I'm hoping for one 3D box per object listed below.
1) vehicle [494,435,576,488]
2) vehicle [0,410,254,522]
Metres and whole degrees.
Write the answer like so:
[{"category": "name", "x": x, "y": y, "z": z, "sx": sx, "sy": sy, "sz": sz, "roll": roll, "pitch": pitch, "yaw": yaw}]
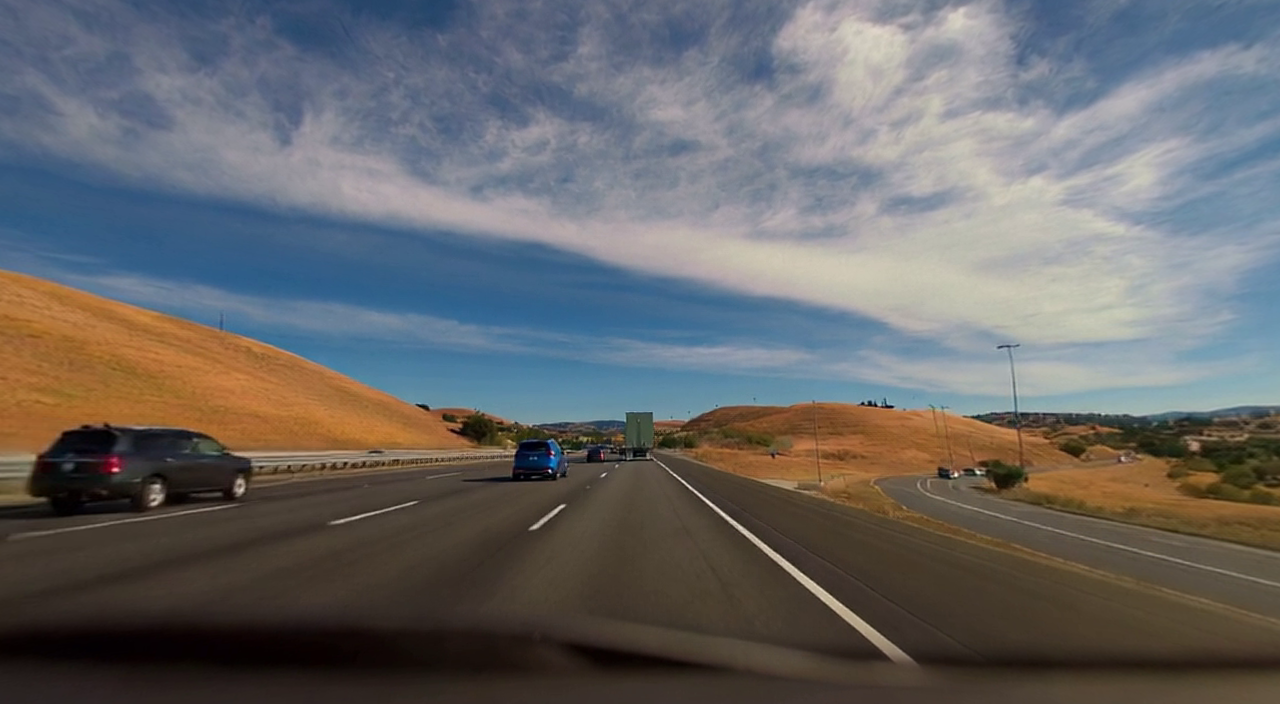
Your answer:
[{"category": "vehicle", "x": -3.752, "y": 4.013, "z": 23.451, "sx": 2.194, "sy": 1.725, "sz": 4.698, "roll": 0, "pitch": -9, "yaw": 1}, {"category": "vehicle", "x": -10.930, "y": 2.344, "z": 13.416, "sx": 2.111, "sy": 1.906, "sz": 5.028, "roll": 0, "pitch": -9, "yaw": 1}]
